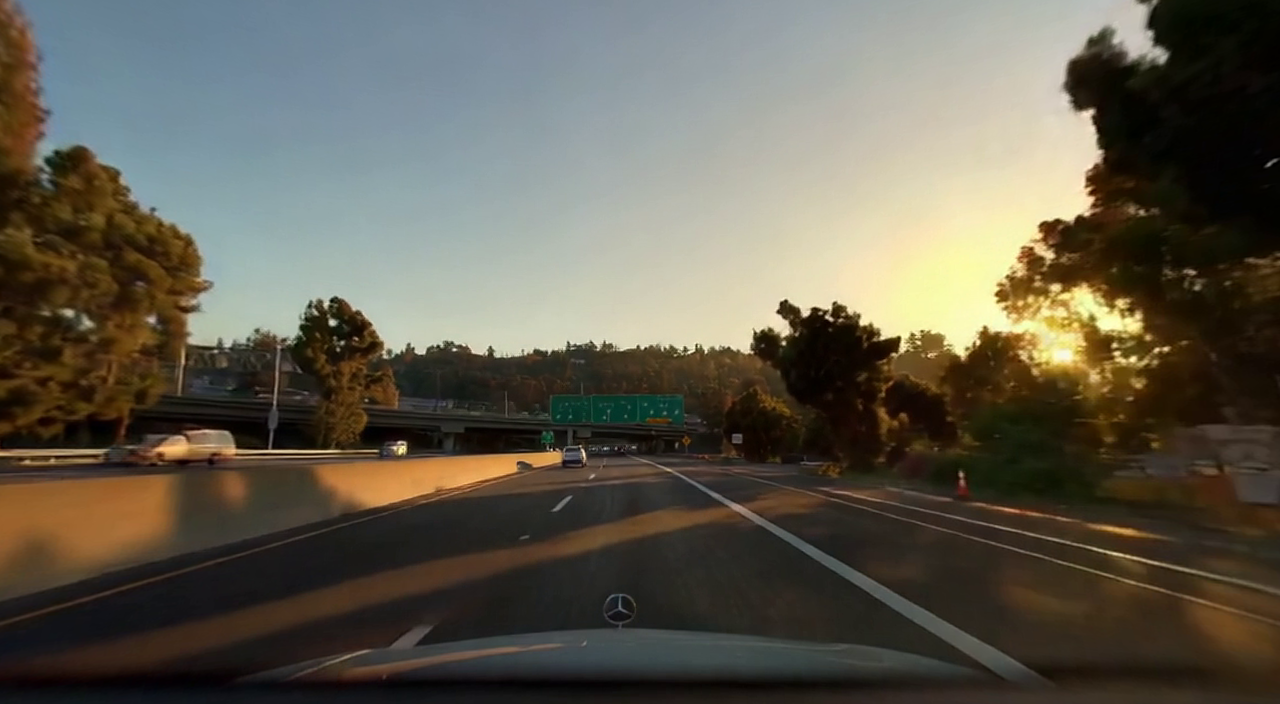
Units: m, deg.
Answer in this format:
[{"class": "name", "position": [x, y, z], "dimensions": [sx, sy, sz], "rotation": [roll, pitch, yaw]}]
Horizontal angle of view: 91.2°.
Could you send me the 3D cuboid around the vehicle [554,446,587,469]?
[{"class": "vehicle", "position": [-4.918, 7.519, 44.833], "dimensions": [2.008, 1.521, 4.129], "rotation": [0, -9, -1]}]
